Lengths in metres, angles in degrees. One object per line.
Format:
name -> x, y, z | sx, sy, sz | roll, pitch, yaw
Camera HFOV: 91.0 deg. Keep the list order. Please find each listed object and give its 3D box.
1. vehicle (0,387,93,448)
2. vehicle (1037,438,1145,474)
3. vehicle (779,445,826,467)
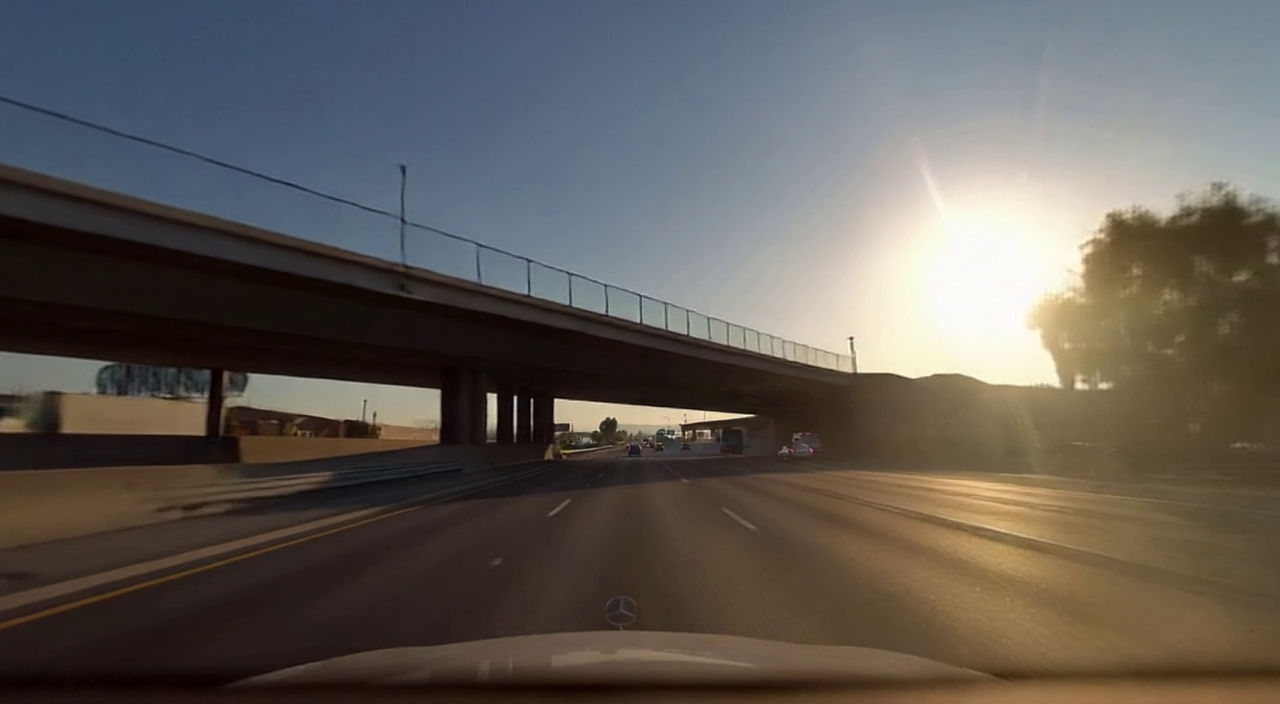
vehicle -> -41.284, 4.443, 41.548 | 3.048, 3.722, 7.897 | 0, -8, 0
vehicle -> 25.562, 5.876, 35.953 | 2.074, 1.881, 5.056 | 1, -8, -5
vehicle -> 11.695, 7.500, 45.559 | 2.017, 1.478, 4.364 | 0, -8, -3
